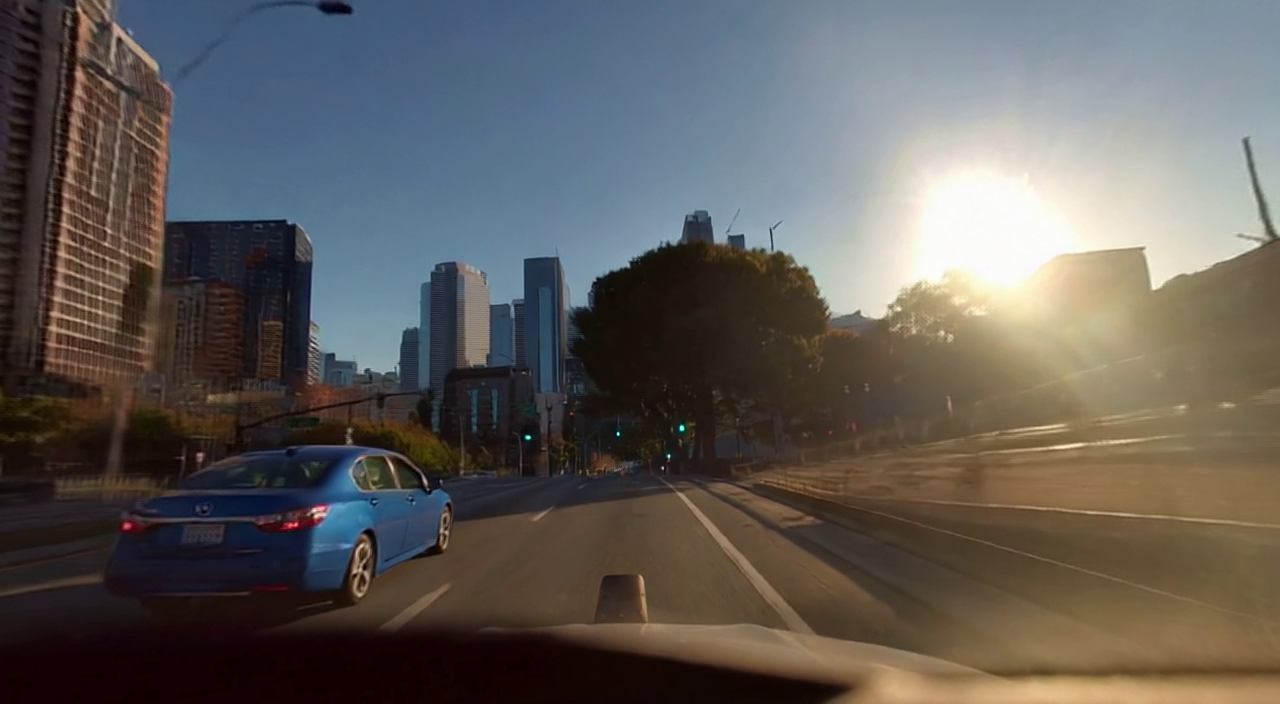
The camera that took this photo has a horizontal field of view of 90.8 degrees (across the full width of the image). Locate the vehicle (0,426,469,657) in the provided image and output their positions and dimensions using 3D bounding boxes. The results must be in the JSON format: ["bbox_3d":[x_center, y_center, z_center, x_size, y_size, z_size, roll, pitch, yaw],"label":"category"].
[{"bbox_3d":[-3.335,1.566,6.305,2.041,1.470,4.290,0,-9,0],"label":"vehicle"}]
